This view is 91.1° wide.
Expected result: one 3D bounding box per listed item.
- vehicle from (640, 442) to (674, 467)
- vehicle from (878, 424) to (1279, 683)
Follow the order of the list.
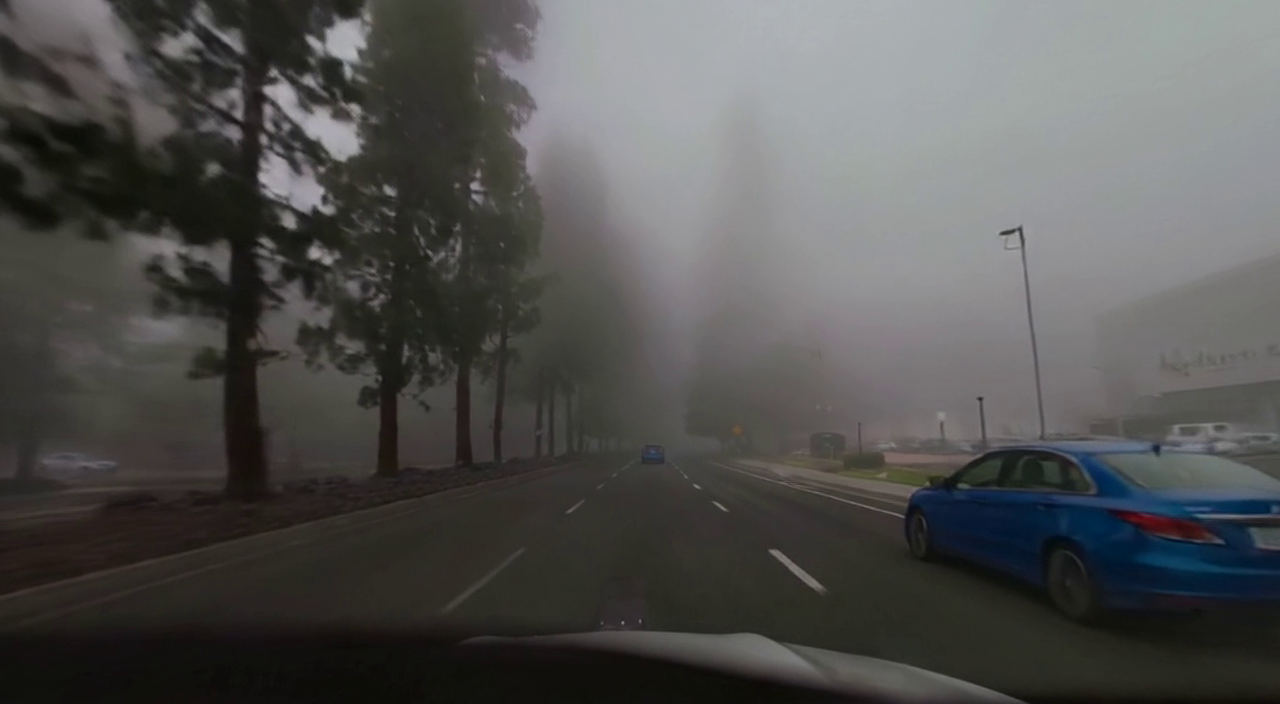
[{"bbox_3d":[1.075,6.710,41.336,2.144,1.505,4.128,0,-8,1],"label":"vehicle"},{"bbox_3d":[4.198,1.514,5.989,2.053,1.482,4.568,0,-8,0],"label":"vehicle"}]
